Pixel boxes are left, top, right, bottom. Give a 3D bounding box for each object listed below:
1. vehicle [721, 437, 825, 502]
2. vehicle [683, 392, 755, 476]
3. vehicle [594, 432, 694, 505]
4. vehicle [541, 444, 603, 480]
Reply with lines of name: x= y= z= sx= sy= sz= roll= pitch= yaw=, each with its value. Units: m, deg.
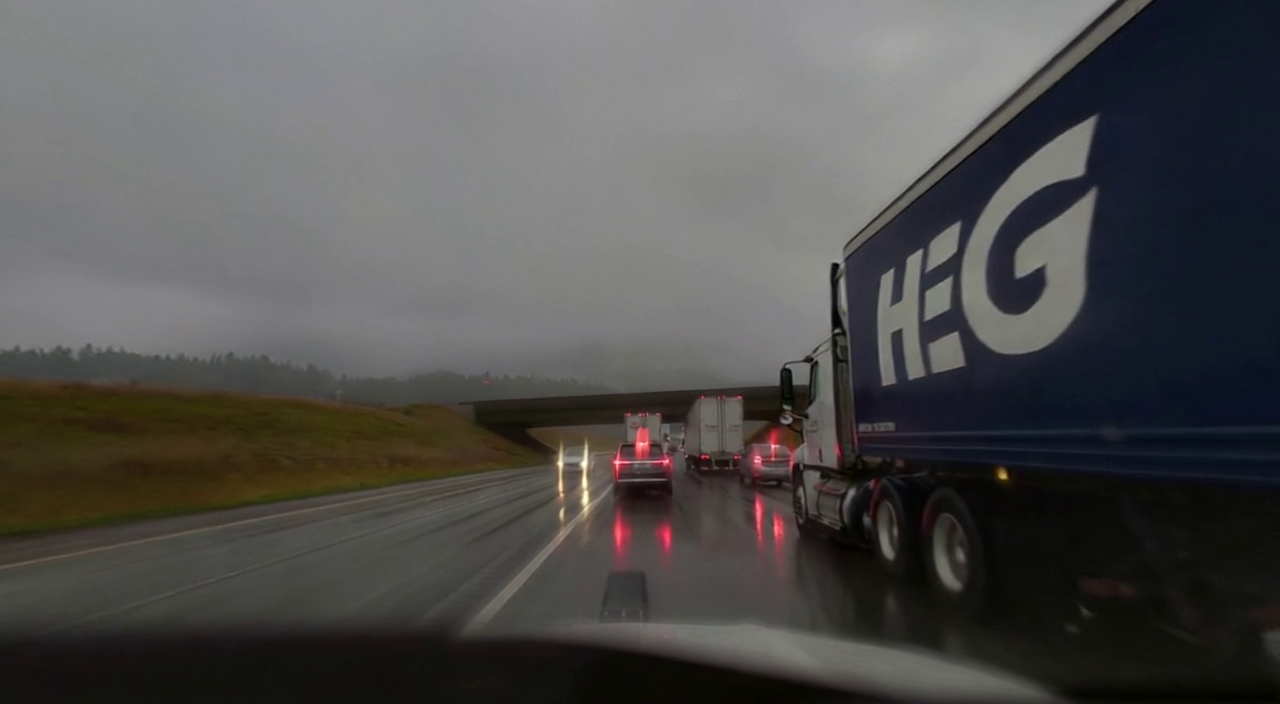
vehicle: x=3.448 y=3.141 z=17.190 sx=1.972 sy=1.505 sz=3.946 roll=-1 pitch=-9 yaw=0
vehicle: x=4.002 y=4.440 z=33.588 sx=2.948 sy=3.974 sz=6.480 roll=-1 pitch=-9 yaw=0
vehicle: x=0.144 y=2.964 z=16.401 sx=2.256 sy=1.615 sz=4.114 roll=-1 pitch=-9 yaw=2
vehicle: x=-2.984 y=4.945 z=28.580 sx=2.091 sy=1.489 sz=4.397 roll=-1 pitch=-9 yaw=3
